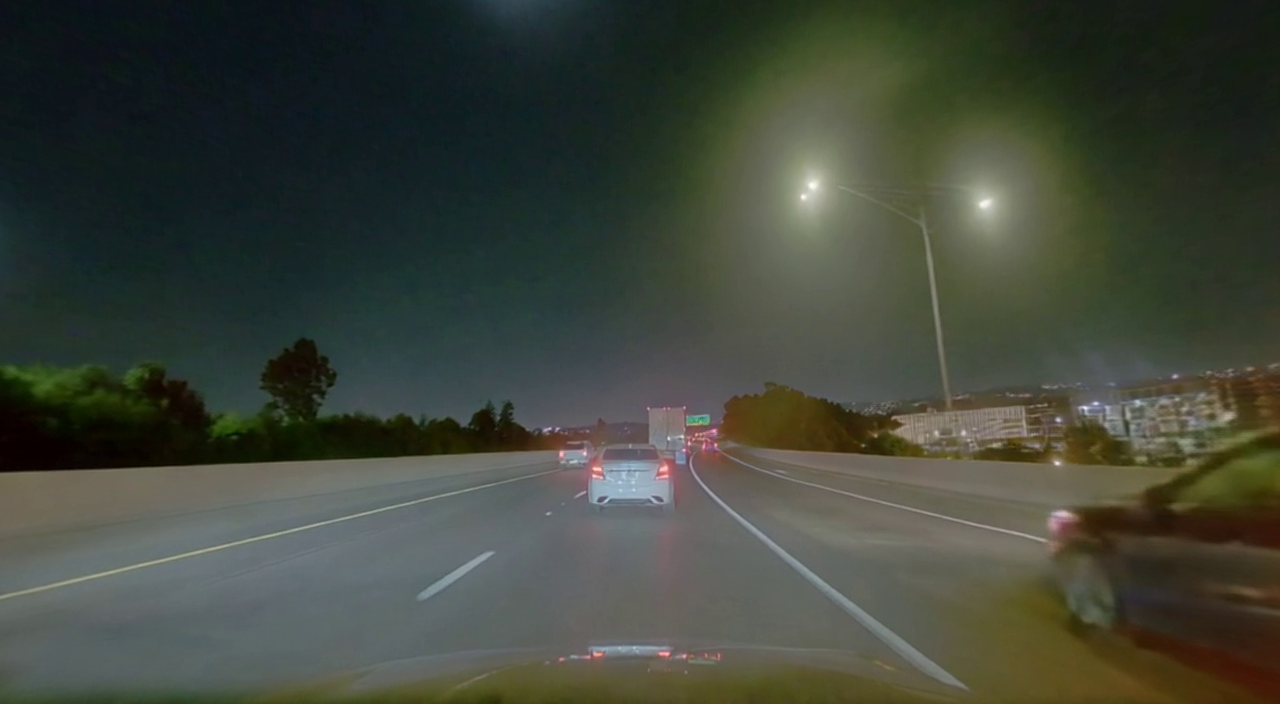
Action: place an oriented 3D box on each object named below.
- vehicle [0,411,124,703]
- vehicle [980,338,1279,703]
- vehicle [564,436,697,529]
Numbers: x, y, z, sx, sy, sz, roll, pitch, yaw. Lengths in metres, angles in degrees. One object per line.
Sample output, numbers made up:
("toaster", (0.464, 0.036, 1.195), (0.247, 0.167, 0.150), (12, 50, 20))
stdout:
("vehicle", (-3.790, 0.700, 0.716), (2.130, 1.474, 5.027), (0, -9, 1))
("vehicle", (3.568, 0.746, 2.208), (2.166, 1.666, 4.618), (0, -9, 0))
("vehicle", (-0.118, 2.427, 12.276), (2.136, 1.470, 3.971), (0, -9, 1))
